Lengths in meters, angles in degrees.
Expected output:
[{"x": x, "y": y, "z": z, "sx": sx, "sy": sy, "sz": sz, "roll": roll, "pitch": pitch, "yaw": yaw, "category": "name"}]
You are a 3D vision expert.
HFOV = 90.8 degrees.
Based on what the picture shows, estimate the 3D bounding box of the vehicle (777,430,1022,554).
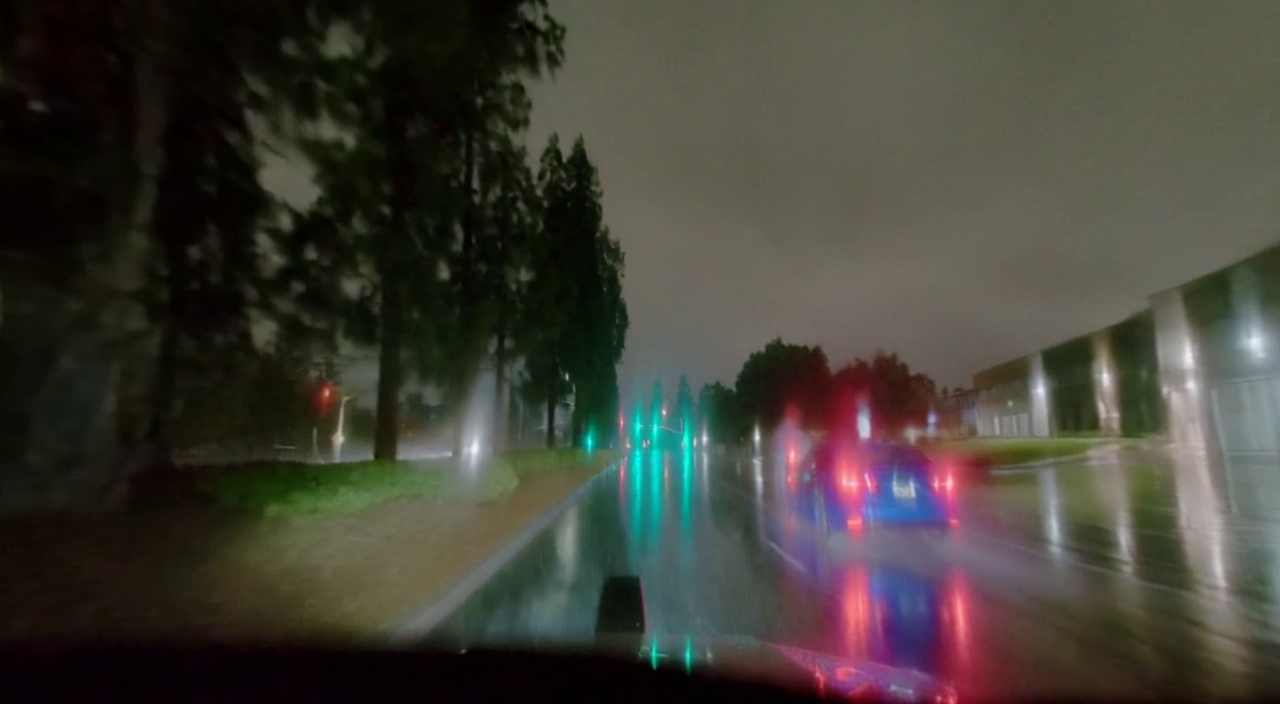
[{"x": 3.612, "y": 2.009, "z": 9.836, "sx": 1.950, "sy": 1.473, "sz": 4.259, "roll": 0, "pitch": -8, "yaw": -1, "category": "vehicle"}]
